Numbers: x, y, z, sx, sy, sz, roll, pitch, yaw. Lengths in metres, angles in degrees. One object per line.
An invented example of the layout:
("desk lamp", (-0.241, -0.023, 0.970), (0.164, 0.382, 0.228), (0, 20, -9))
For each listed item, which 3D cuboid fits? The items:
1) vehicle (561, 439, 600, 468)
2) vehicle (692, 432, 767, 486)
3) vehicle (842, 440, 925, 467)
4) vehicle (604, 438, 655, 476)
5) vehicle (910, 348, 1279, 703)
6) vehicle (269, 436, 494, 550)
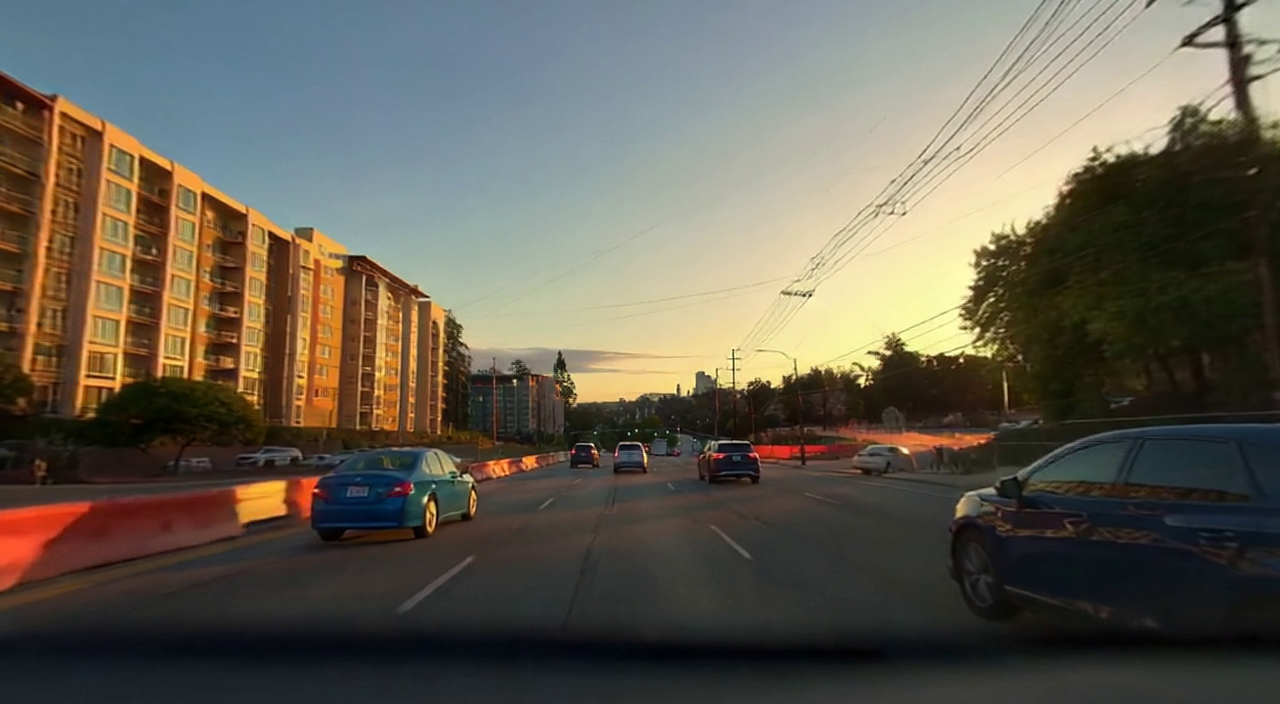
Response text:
("vehicle", (-3.992, 6.939, 43.174), (2.190, 1.832, 4.417), (0, -9, 0))
("vehicle", (3.190, 3.921, 23.366), (2.029, 1.797, 4.218), (0, -9, -2))
("vehicle", (15.908, 6.647, 41.364), (4.594, 1.664, 2.036), (-6, -11, 34))
("vehicle", (-0.479, 5.067, 30.652), (2.291, 1.714, 4.217), (0, -9, -1))
("vehicle", (3.157, 0.922, 2.976), (1.975, 1.598, 4.025), (0, -9, 0))
("vehicle", (-3.901, 2.185, 10.486), (1.968, 1.473, 4.209), (0, -9, 0))
